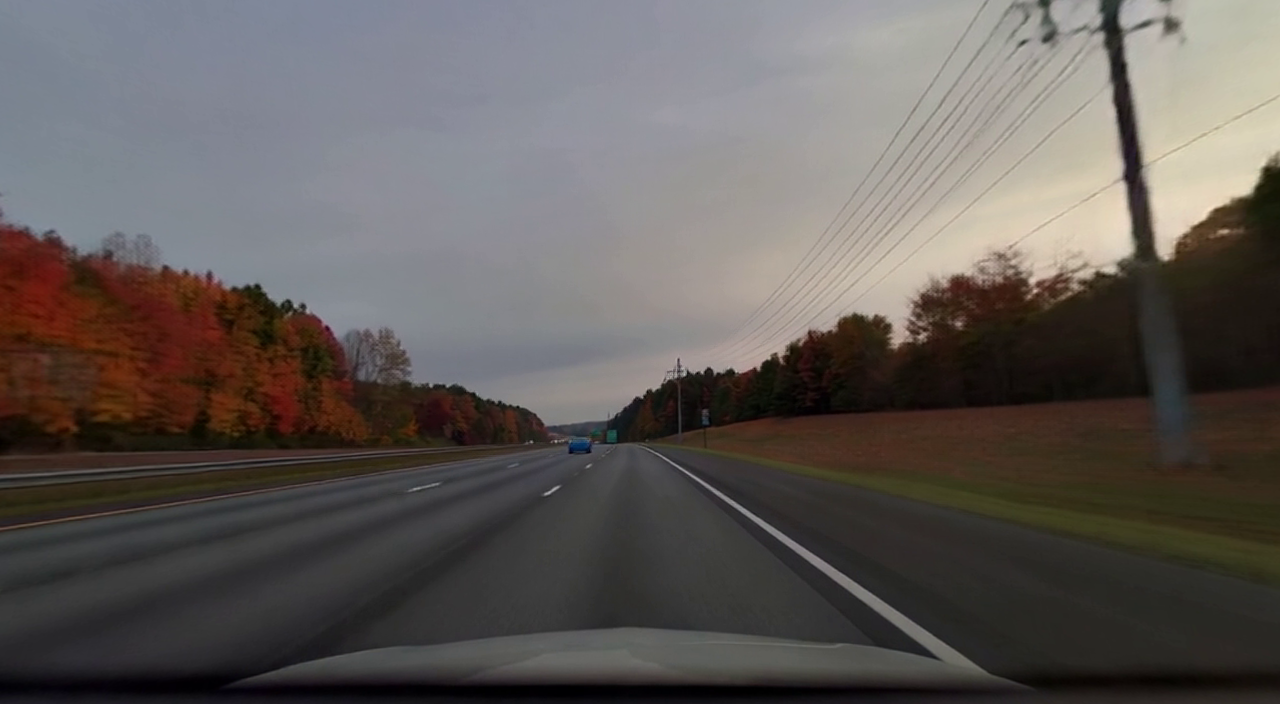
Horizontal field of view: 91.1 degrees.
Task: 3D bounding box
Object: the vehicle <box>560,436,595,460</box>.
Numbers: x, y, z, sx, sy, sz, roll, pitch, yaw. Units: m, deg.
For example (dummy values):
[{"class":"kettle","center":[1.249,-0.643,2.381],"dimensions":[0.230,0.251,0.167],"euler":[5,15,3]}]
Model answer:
[{"class":"vehicle","center":[-4.207,6.511,42.885],"dimensions":[2.025,1.475,4.379],"euler":[0,-8,-2]}]
